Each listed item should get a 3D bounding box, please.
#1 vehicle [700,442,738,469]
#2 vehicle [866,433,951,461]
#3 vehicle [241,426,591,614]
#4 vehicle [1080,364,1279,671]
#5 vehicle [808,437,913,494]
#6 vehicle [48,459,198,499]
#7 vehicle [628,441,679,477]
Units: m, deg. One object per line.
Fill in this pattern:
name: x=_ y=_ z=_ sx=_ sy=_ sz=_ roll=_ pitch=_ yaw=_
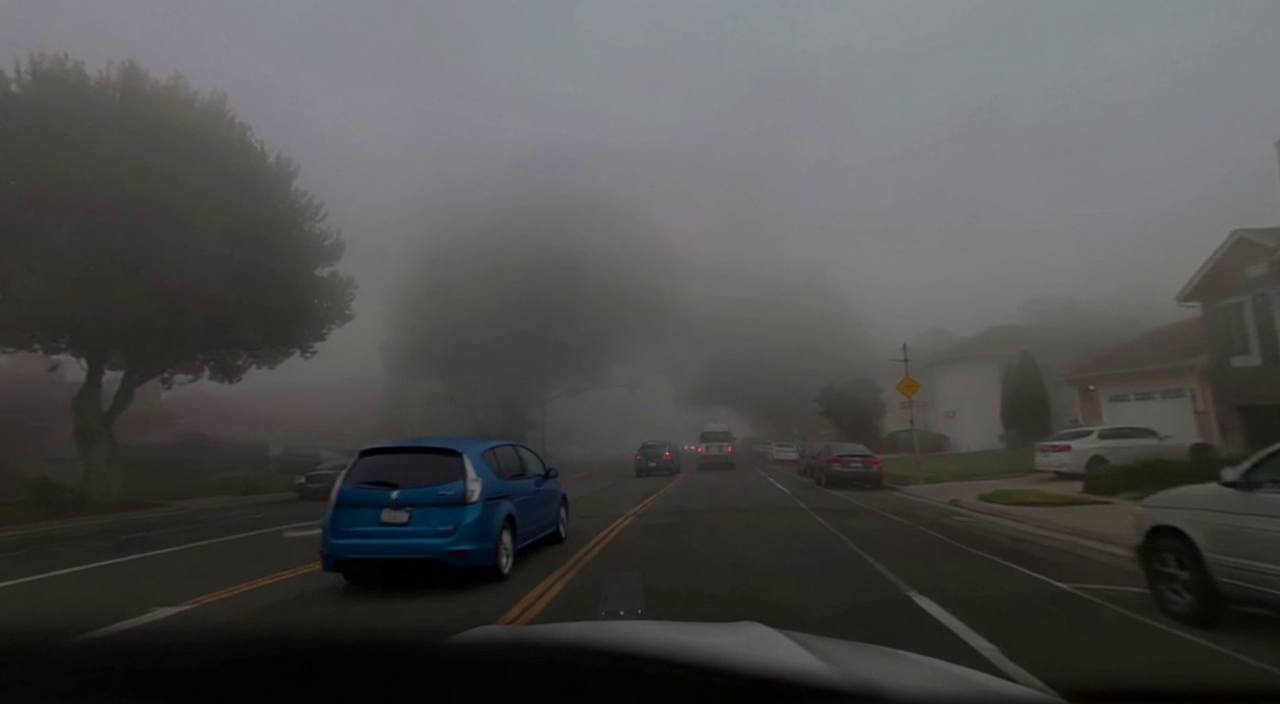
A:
vehicle: x=4.575 y=6.055 z=37.217 sx=2.081 sy=1.475 sz=4.361 roll=-1 pitch=-9 yaw=5
vehicle: x=15.238 y=5.435 z=36.041 sx=4.046 sy=1.450 sz=1.814 roll=-2 pitch=-9 yaw=8
vehicle: x=-2.083 y=1.723 z=7.498 sx=2.069 sy=1.510 sz=4.325 roll=-2 pitch=-9 yaw=8
vehicle: x=4.738 y=0.881 z=3.123 sx=2.069 sy=1.780 sz=4.480 roll=-1 pitch=-9 yaw=4
vehicle: x=6.441 y=3.358 z=19.037 sx=1.964 sy=1.485 sz=4.454 roll=-1 pitch=-9 yaw=6
vehicle: x=-19.727 y=4.840 z=24.193 sx=4.397 sy=1.423 sz=1.789 roll=-1 pitch=-9 yaw=7
vehicle: x=0.692 y=4.928 z=29.386 sx=1.986 sy=1.508 sz=4.261 roll=-1 pitch=-9 yaw=6
